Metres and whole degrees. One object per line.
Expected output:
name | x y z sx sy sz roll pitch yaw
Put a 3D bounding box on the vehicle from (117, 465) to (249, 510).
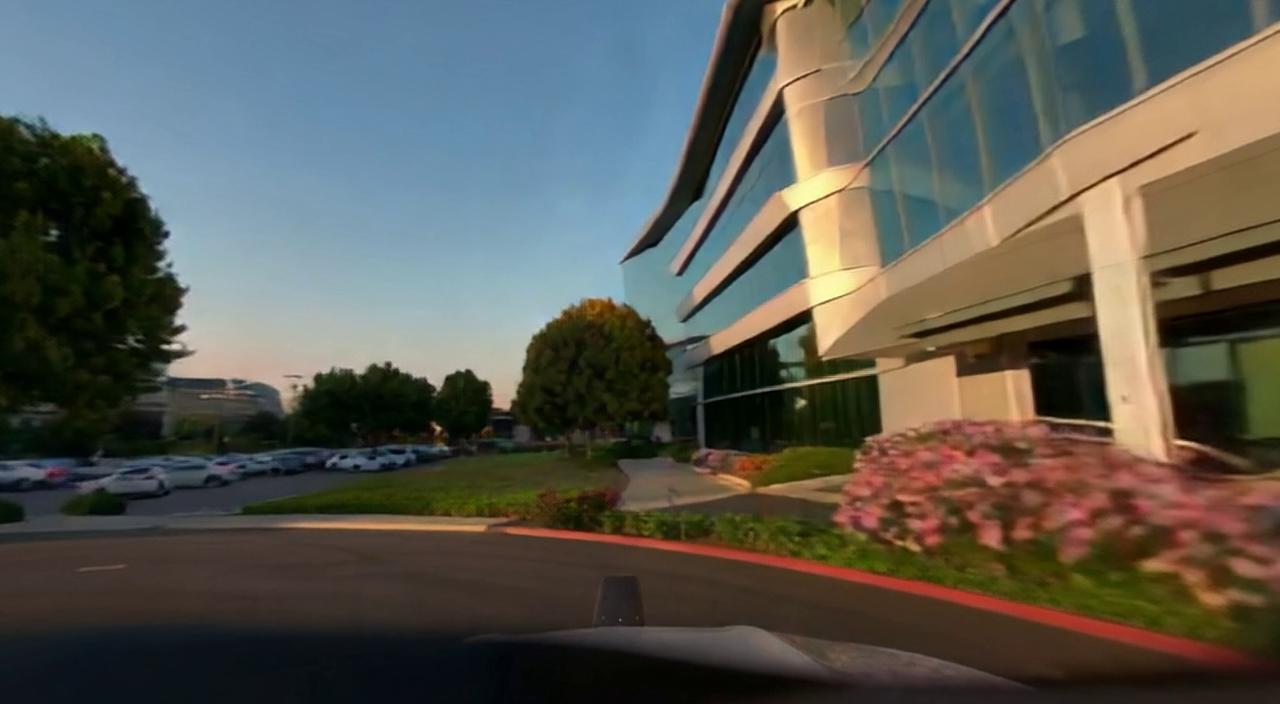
vehicle | -21.906 6.468 30.471 4.755 1.707 1.889 -2 -9 -12
